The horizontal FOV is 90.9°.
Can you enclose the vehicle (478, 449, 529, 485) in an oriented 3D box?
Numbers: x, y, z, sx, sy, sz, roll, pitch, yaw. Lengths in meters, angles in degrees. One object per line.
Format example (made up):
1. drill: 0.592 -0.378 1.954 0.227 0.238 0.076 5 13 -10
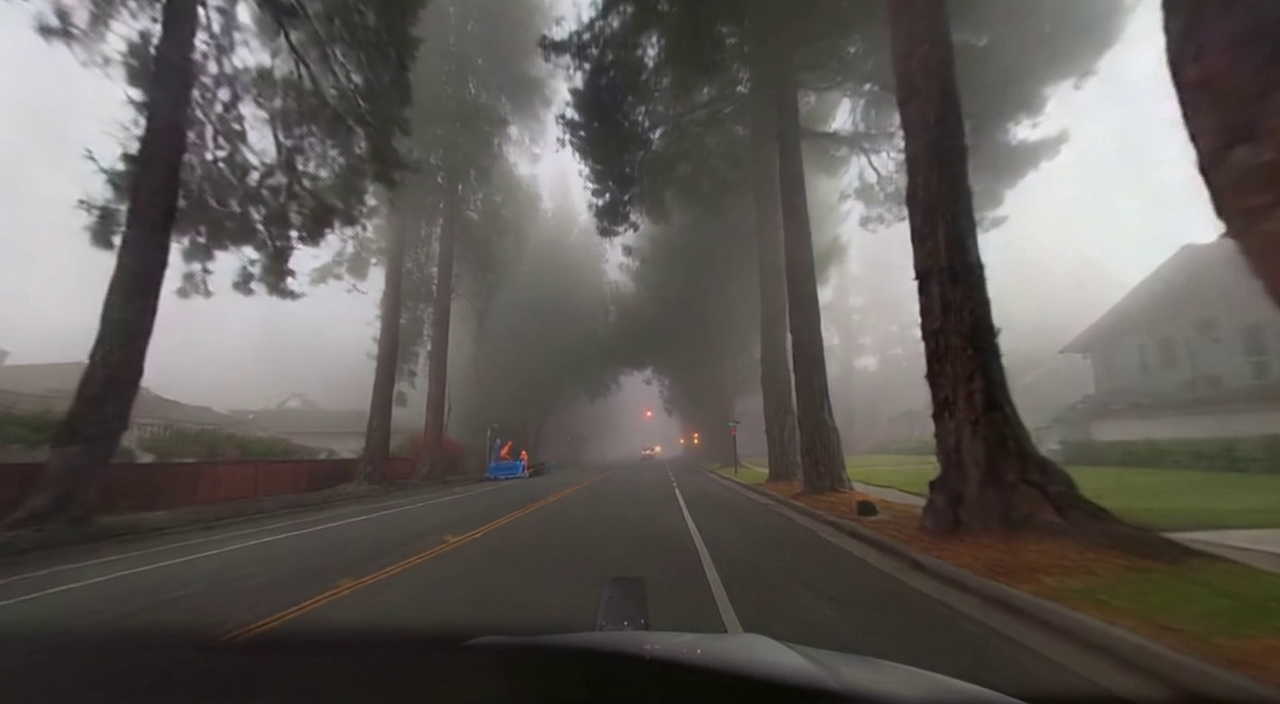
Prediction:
1. vehicle: -8.312 6.985 38.699 1.998 1.814 4.559 -4 -7 1
